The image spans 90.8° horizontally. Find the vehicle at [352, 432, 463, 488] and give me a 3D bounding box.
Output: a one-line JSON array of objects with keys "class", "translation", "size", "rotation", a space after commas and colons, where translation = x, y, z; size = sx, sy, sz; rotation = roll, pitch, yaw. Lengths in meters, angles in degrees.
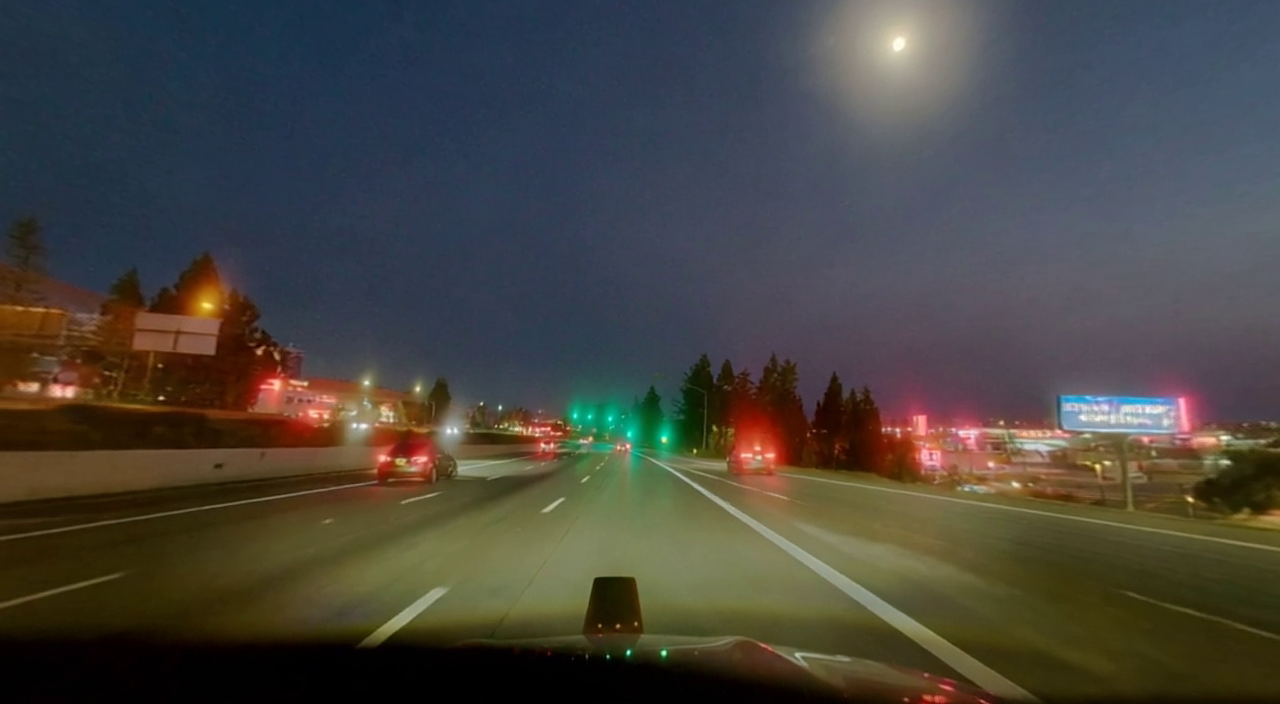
[{"class": "vehicle", "translation": [-7.778, 3.654, 21.738], "size": [2.030, 1.672, 4.913], "rotation": [0, -9, -1]}]

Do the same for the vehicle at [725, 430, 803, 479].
[{"class": "vehicle", "translation": [4.865, 4.098, 25.494], "size": [2.023, 1.782, 4.193], "rotation": [0, -9, -4]}]
